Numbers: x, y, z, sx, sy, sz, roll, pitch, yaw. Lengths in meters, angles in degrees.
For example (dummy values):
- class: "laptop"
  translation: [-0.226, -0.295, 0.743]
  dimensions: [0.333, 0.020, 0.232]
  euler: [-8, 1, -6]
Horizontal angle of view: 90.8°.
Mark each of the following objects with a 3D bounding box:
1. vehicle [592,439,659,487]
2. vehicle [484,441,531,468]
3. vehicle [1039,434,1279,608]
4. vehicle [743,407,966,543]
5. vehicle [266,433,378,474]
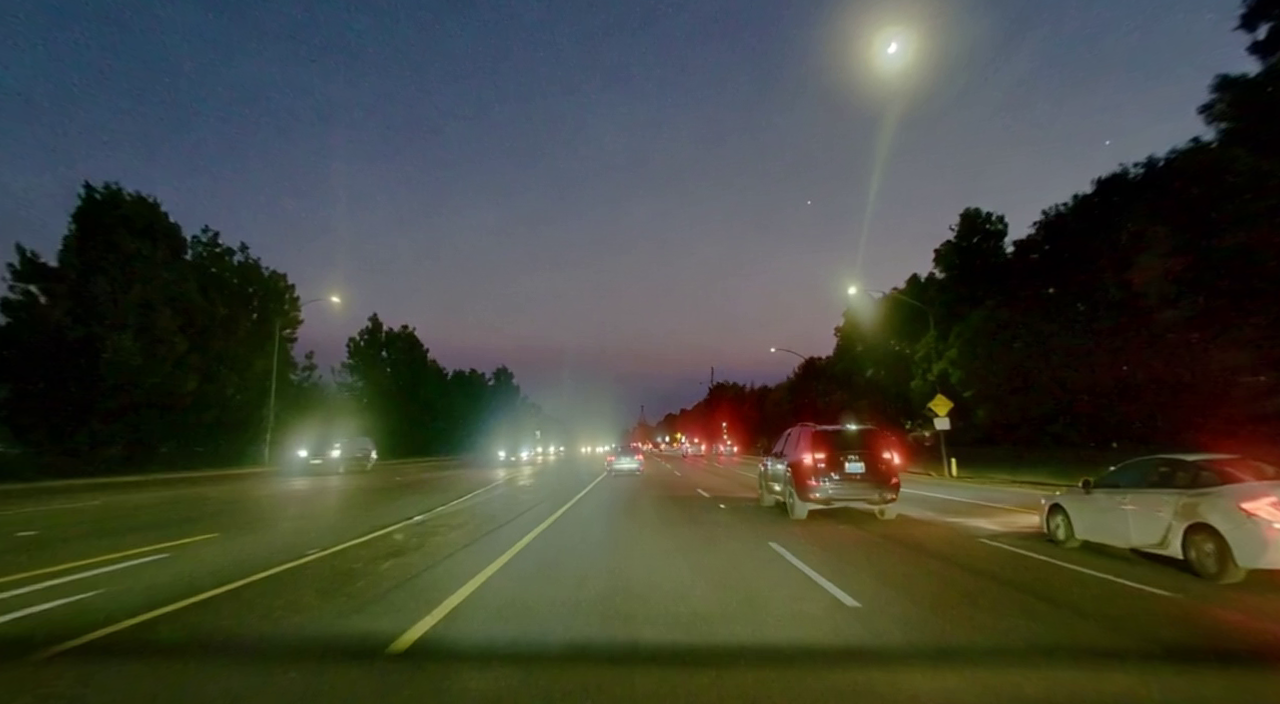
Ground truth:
- class: "vehicle"
  translation: [-0.444, 3.686, 21.315]
  dimensions: [2.040, 1.451, 3.736]
  euler: [0, -8, 0]
- class: "vehicle"
  translation: [-8.101, 6.303, 38.996]
  dimensions: [2.011, 1.536, 4.411]
  euler: [0, -8, -1]
- class: "vehicle"
  translation: [6.662, 1.545, 6.123]
  dimensions: [2.434, 1.467, 4.726]
  euler: [0, -8, -1]
- class: "vehicle"
  translation: [3.311, 2.015, 10.985]
  dimensions: [2.186, 1.842, 4.553]
  euler: [0, -8, -1]
- class: "vehicle"
  translation: [-18.335, 5.898, 36.991]
  dimensions: [3.156, 2.185, 6.457]
  euler: [0, -8, 0]
